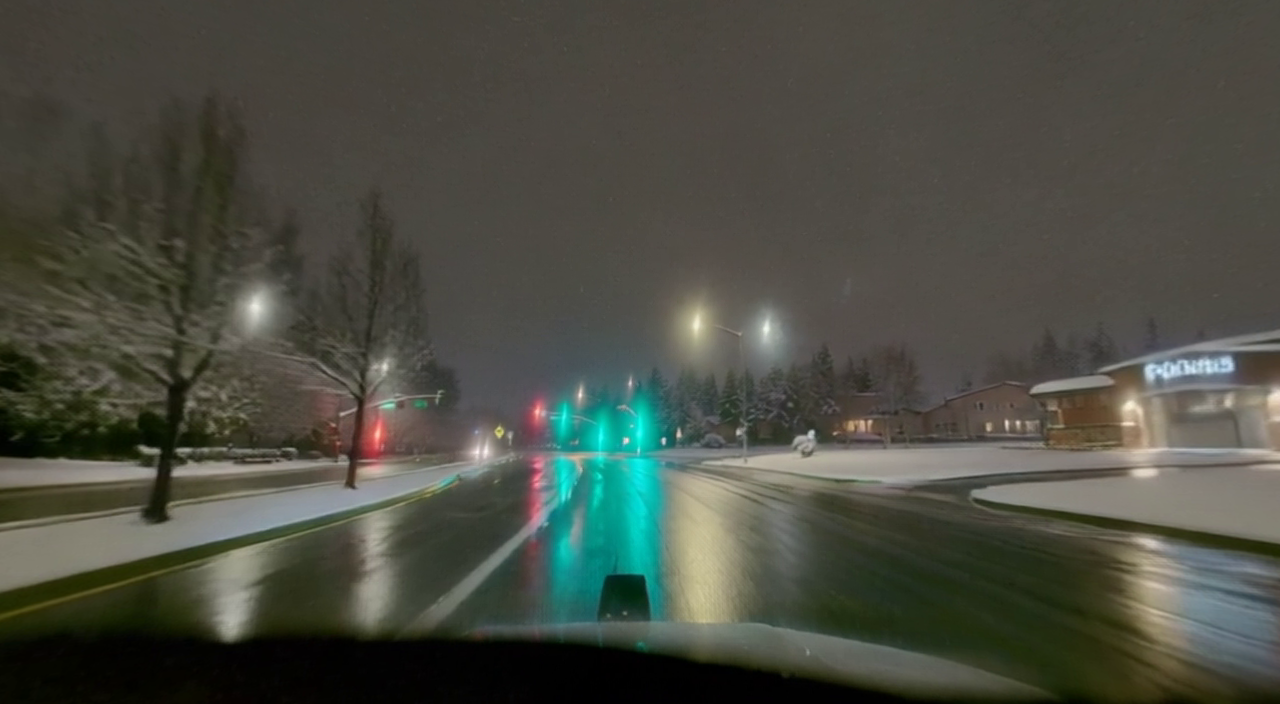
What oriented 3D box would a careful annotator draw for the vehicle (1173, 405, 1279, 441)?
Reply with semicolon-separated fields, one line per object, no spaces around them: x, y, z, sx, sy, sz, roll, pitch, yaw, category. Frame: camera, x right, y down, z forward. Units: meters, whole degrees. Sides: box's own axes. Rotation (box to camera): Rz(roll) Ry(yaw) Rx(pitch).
27.889;3.377;29.485;1.808;1.485;4.467;1;-8;-3;vehicle
